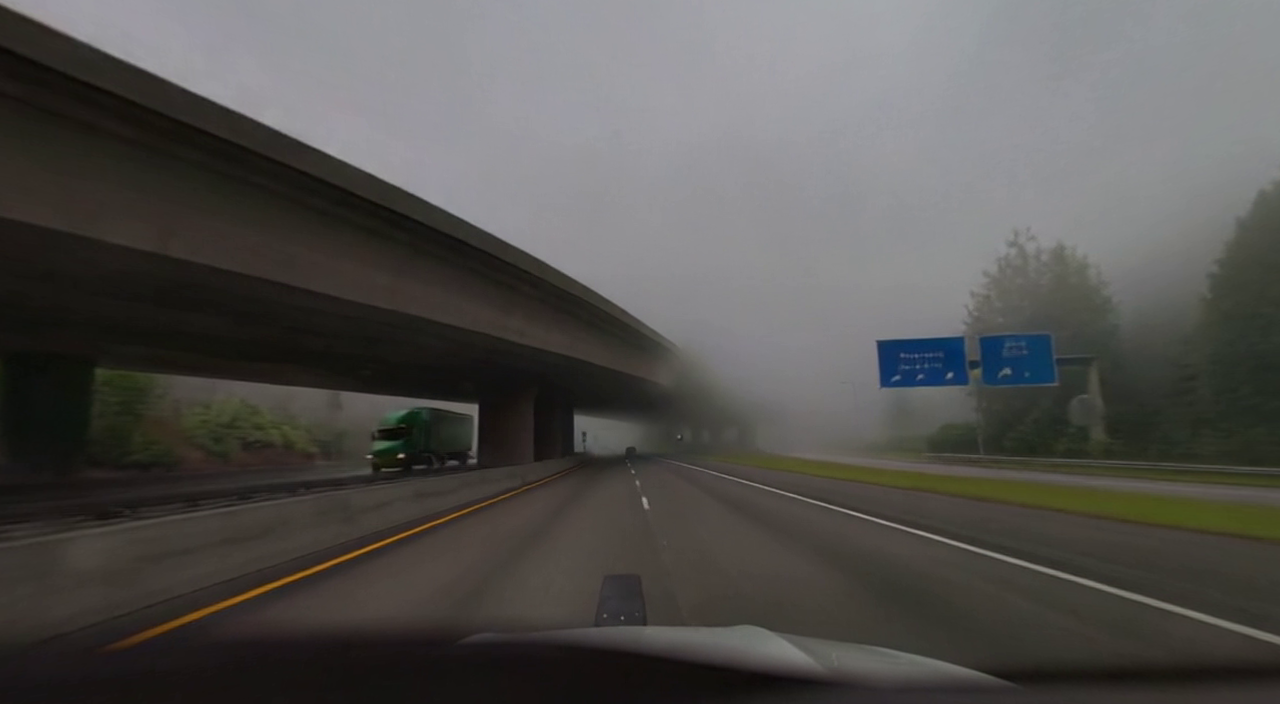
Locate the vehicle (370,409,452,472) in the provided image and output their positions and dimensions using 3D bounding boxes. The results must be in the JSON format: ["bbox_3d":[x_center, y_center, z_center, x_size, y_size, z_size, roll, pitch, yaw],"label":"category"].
[{"bbox_3d":[-15.804,6.183,43.971,3.391,4.040,5.988,1,-9,-1],"label":"vehicle"}]
